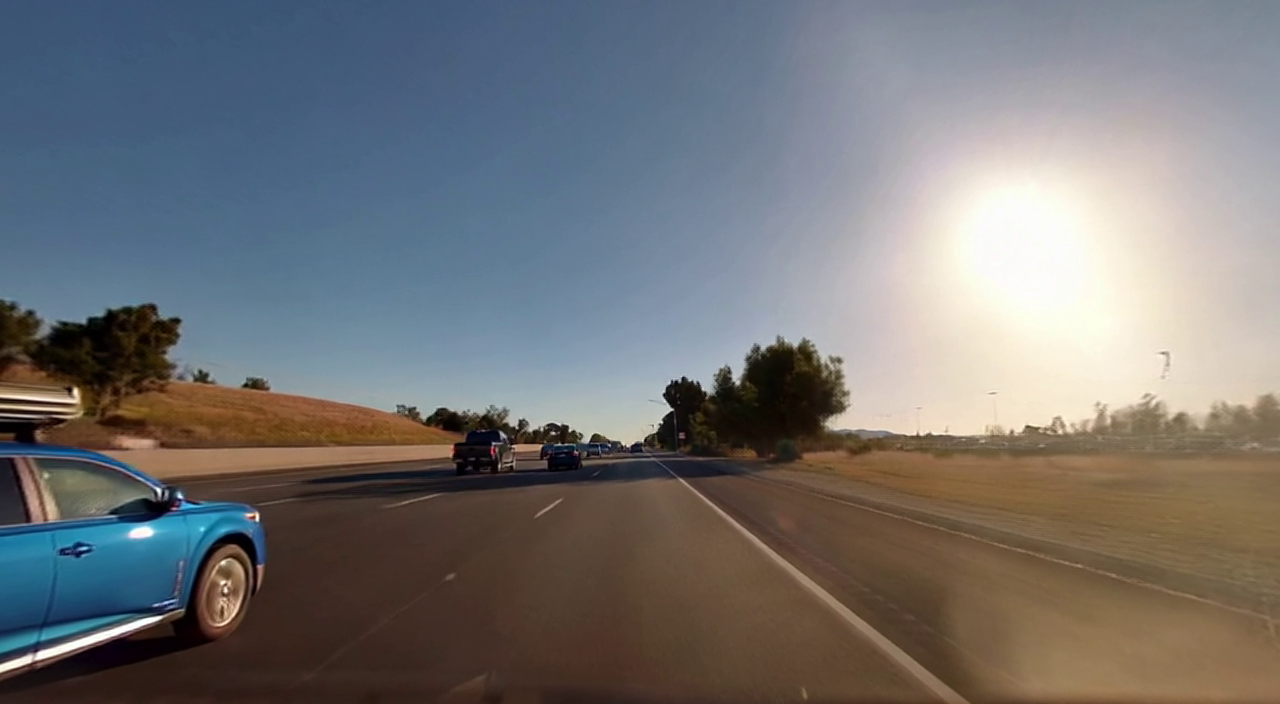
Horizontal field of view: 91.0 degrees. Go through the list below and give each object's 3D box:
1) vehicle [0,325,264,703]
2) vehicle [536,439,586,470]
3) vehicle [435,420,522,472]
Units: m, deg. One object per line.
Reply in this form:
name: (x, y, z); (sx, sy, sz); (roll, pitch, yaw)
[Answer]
vehicle: (-4.040, 0.693, 2.238); (2.200, 1.807, 5.041); (0, -9, 1)
vehicle: (-4.072, 5.410, 33.249); (2.012, 1.509, 4.359); (0, -9, 1)
vehicle: (-7.594, 4.545, 30.411); (2.594, 2.254, 6.028); (0, -9, 0)
